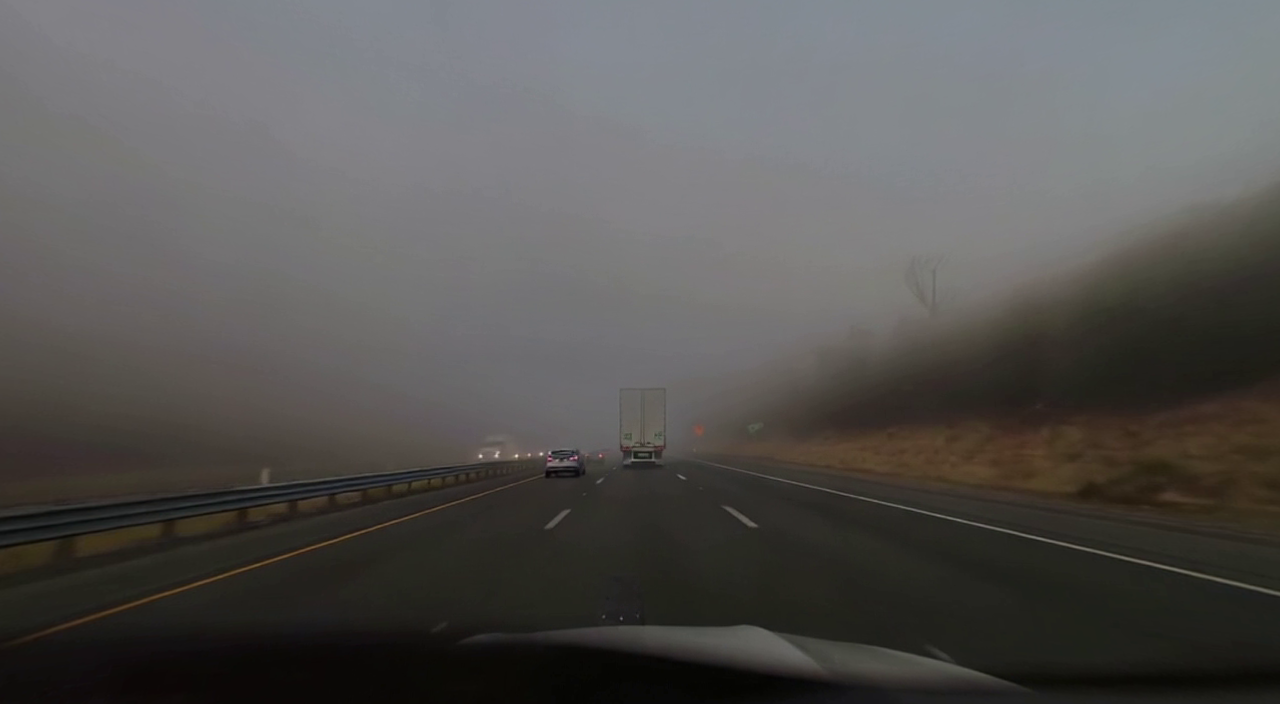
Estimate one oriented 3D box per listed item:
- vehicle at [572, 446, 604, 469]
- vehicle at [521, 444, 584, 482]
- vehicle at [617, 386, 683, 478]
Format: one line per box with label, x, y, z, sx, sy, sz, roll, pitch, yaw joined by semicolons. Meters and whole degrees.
vehicle;-3.799;7.746;46.461;2.051;1.537;4.111;0;-9;-1
vehicle;-3.720;4.813;27.615;2.053;1.489;4.740;0;-9;0
vehicle;0.337;4.390;33.600;2.919;4.048;11.010;0;-9;-1
